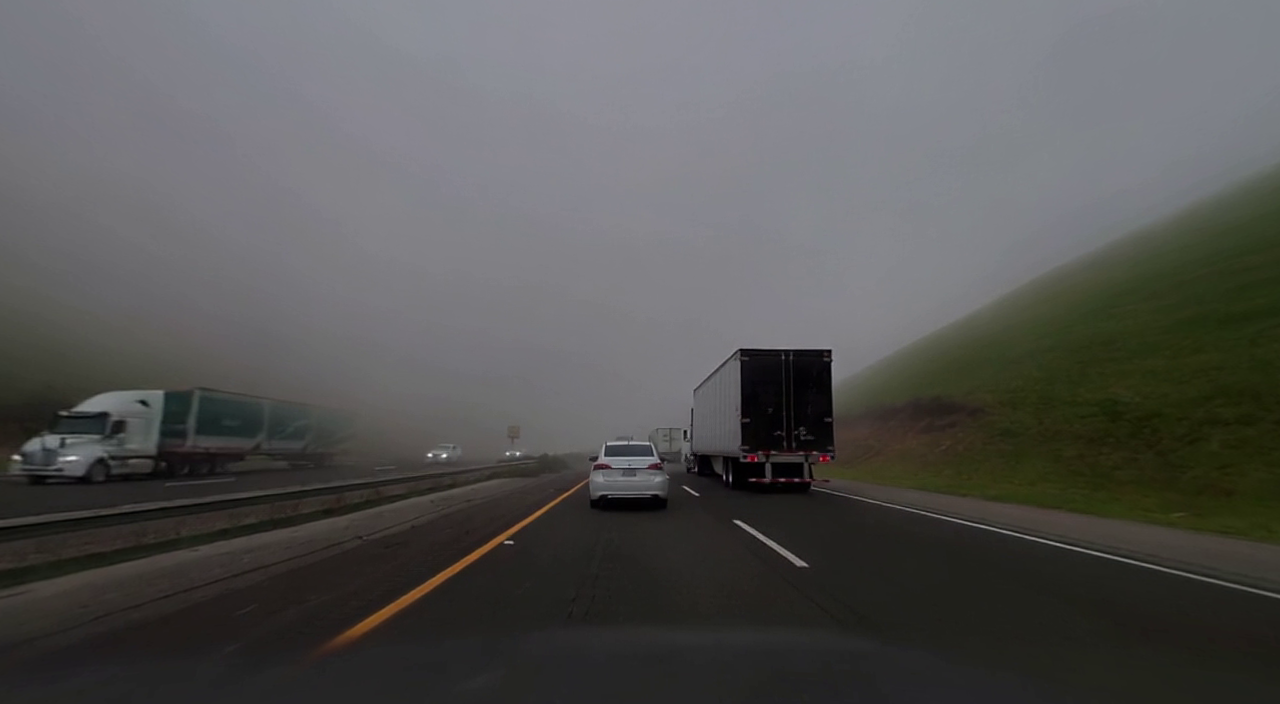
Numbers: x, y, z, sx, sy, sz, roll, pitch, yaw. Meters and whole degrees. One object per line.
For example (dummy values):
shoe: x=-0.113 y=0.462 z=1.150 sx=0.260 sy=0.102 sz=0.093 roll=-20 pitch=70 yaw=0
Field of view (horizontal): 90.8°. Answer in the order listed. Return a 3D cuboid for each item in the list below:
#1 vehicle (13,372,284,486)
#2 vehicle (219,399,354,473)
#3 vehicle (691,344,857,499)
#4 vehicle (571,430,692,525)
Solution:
vehicle: x=-19.652 y=3.423 z=26.750 sx=2.962 sy=3.847 sz=10.654 roll=0 pitch=-9 yaw=-1
vehicle: x=-19.816 y=4.892 z=36.216 sx=2.842 sy=3.712 sz=8.403 roll=0 pitch=-9 yaw=-1
vehicle: x=4.048 y=2.866 z=23.480 sx=2.812 sy=4.024 sz=14.098 roll=0 pitch=-9 yaw=-1
vehicle: x=-0.181 y=2.508 z=13.048 sx=2.109 sy=1.639 sz=3.768 roll=0 pitch=-9 yaw=-1
